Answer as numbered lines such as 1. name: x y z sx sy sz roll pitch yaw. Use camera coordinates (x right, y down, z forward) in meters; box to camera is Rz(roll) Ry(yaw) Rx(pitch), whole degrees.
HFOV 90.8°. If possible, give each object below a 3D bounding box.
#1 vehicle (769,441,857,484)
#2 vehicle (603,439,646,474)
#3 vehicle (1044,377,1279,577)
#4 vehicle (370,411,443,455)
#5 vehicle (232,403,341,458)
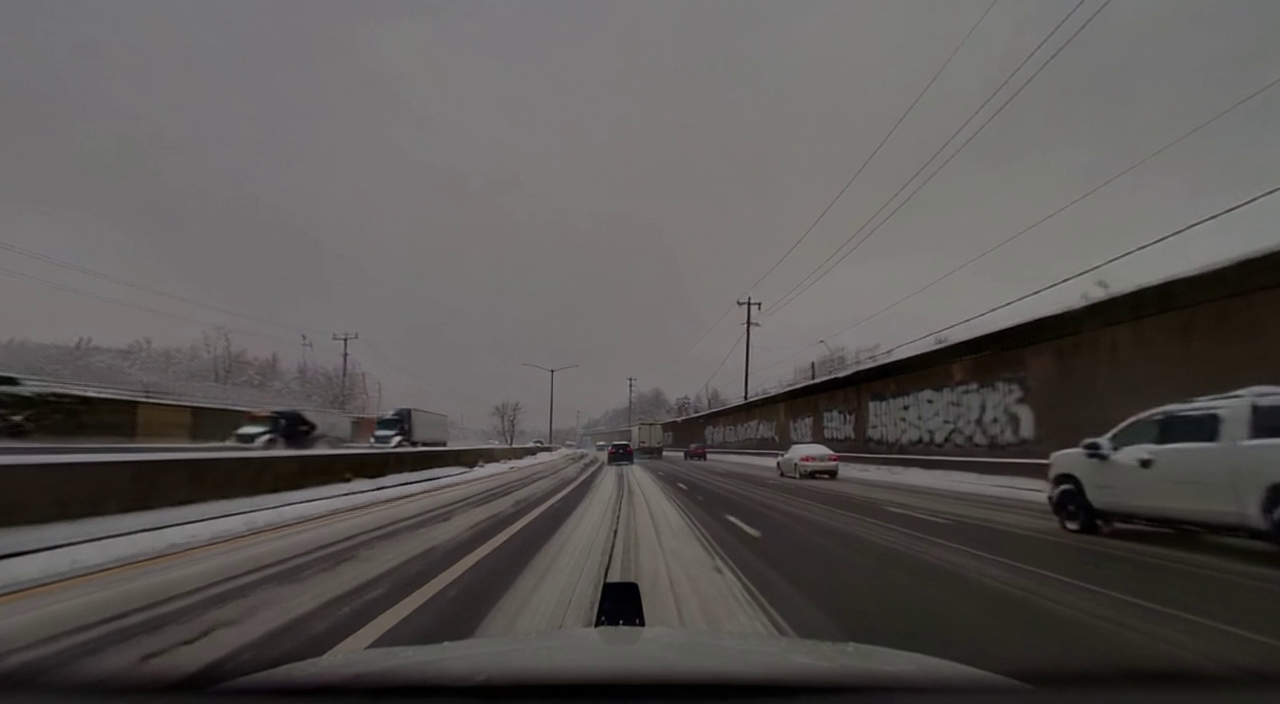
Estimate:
1. vehicle: 6.665 4.294 24.924 2.032 1.525 4.631 0 -9 -2
2. vehicle: -0.822 5.479 33.270 2.191 1.685 3.353 0 -9 -2
3. vehicle: 7.371 1.284 6.635 2.325 1.924 5.838 0 -9 -1
4. vehicle: -18.016 6.409 49.389 2.933 3.133 8.090 0 -9 -3
5. vehicle: -21.622 4.950 39.187 2.876 3.127 6.718 0 -9 -1
